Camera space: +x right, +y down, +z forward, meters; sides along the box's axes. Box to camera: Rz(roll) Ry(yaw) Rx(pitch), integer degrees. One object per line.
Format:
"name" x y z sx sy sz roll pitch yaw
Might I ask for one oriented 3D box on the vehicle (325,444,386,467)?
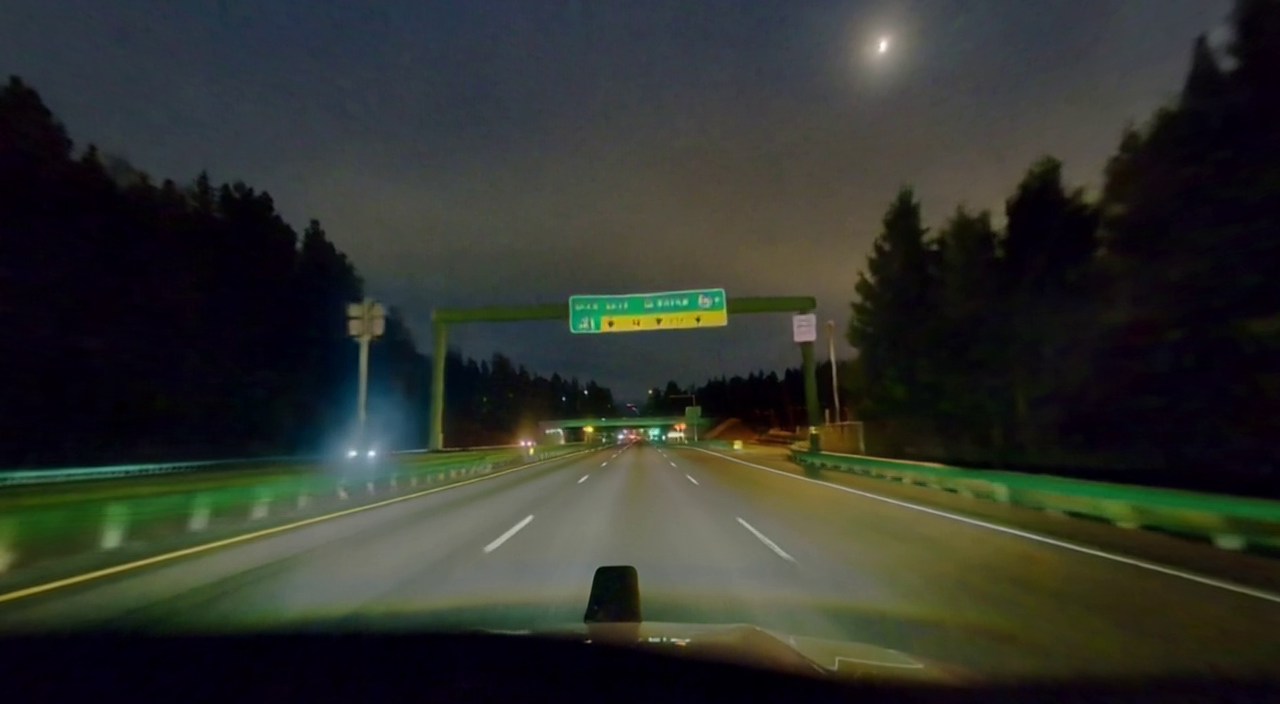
"vehicle" -19.747 7.170 43.946 2.167 1.427 4.906 0 -8 -3
